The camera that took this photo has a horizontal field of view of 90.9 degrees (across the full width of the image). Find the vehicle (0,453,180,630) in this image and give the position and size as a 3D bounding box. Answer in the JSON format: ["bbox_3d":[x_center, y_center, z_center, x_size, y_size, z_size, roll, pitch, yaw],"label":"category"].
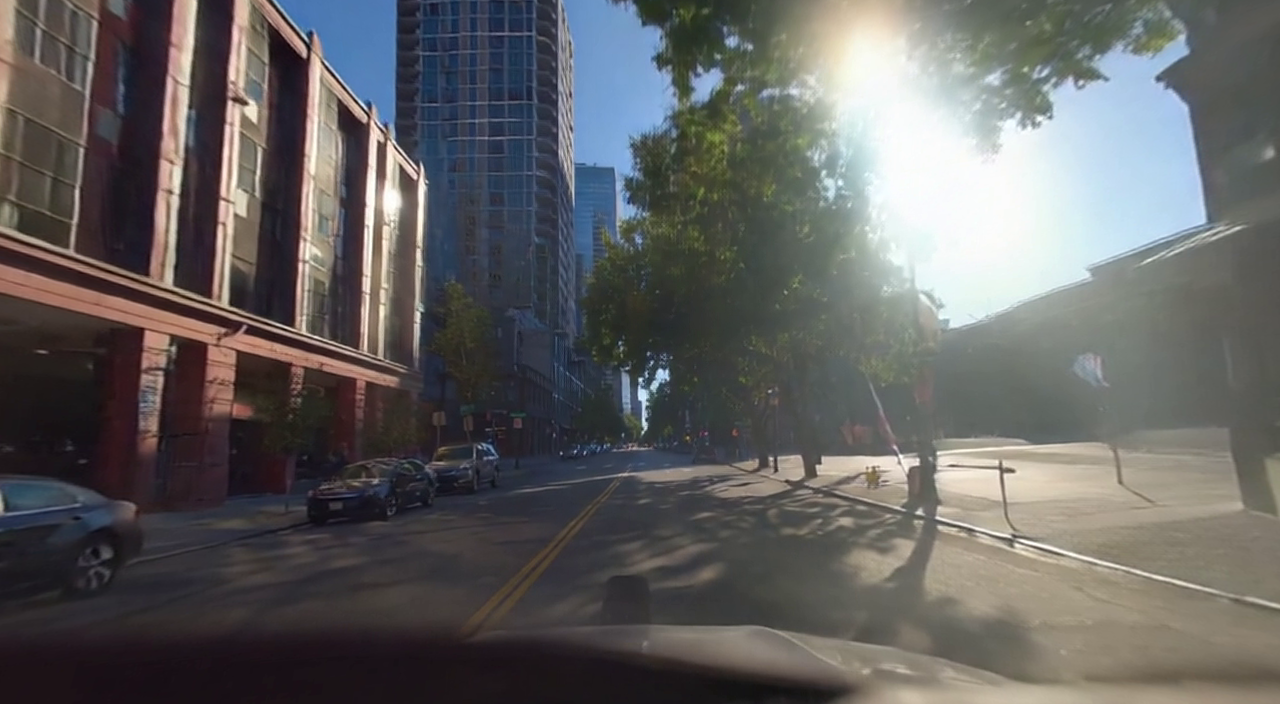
[{"bbox_3d":[-6.681,1.743,5.474,2.110,1.498,4.555,-4,-8,-2],"label":"vehicle"}]

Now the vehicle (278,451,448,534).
[{"bbox_3d":[-6.682,3.391,15.939,2.270,1.539,4.855,-4,-8,-2],"label":"vehicle"}]

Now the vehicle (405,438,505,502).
[{"bbox_3d":[-6.546,4.177,22.896,2.273,1.871,4.920,-4,-8,-2],"label":"vehicle"}]
